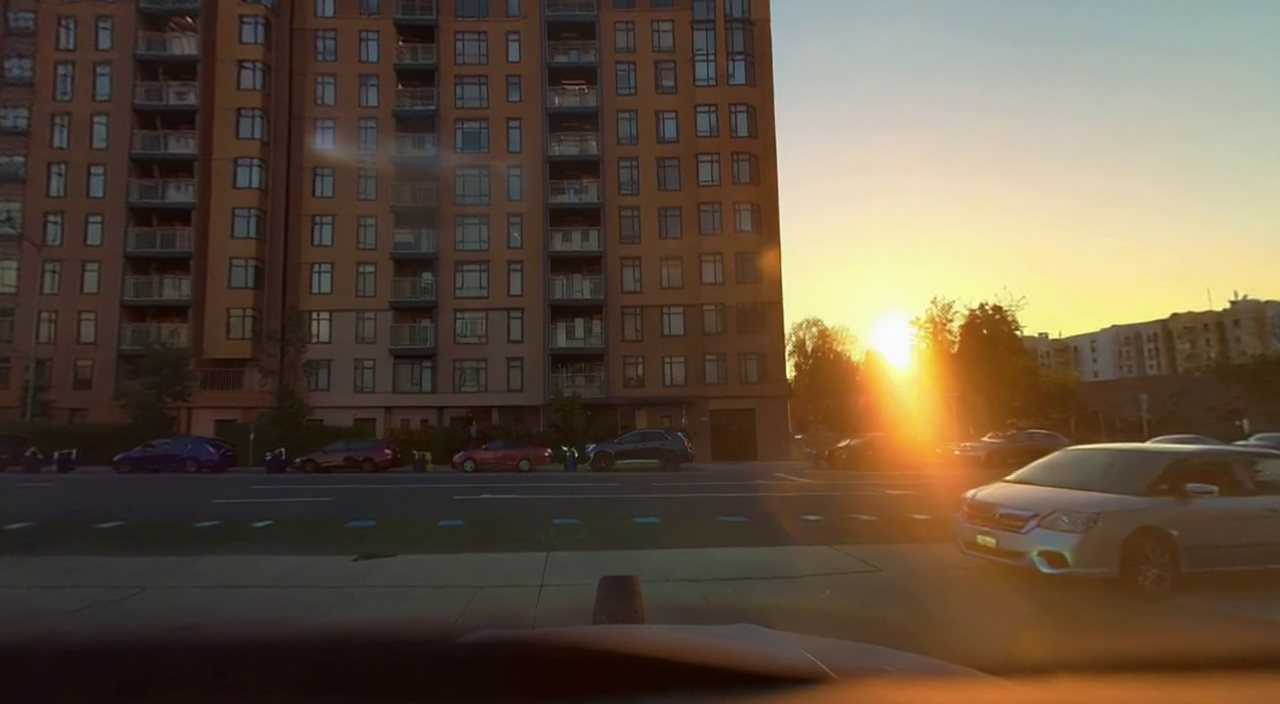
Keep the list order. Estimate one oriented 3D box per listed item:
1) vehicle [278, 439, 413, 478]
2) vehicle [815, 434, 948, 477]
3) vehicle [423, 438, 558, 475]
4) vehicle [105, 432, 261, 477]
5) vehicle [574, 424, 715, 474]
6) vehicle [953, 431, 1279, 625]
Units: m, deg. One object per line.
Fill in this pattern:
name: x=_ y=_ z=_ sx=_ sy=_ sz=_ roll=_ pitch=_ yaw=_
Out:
vehicle: x=-11.347 y=4.114 z=24.611 sx=4.336 sy=1.438 sz=1.776 roll=0 pitch=-8 yaw=-3
vehicle: x=9.494 y=4.074 z=25.079 sx=4.521 sy=1.411 sz=1.726 roll=-2 pitch=-7 yaw=-4
vehicle: x=-5.723 y=4.087 z=24.663 sx=4.851 sy=1.339 sz=1.785 roll=0 pitch=-11 yaw=-2
vehicle: x=-17.472 y=3.935 z=24.362 sx=4.426 sy=1.641 sz=1.889 roll=0 pitch=-9 yaw=-5
vehicle: x=0.105 y=3.846 z=24.888 sx=5.299 sy=1.860 sz=2.098 roll=1 pitch=-10 yaw=-4
vehicle: x=5.934 y=1.558 z=6.155 sx=4.714 sy=1.471 sz=1.978 roll=-1 pitch=-5 yaw=1
